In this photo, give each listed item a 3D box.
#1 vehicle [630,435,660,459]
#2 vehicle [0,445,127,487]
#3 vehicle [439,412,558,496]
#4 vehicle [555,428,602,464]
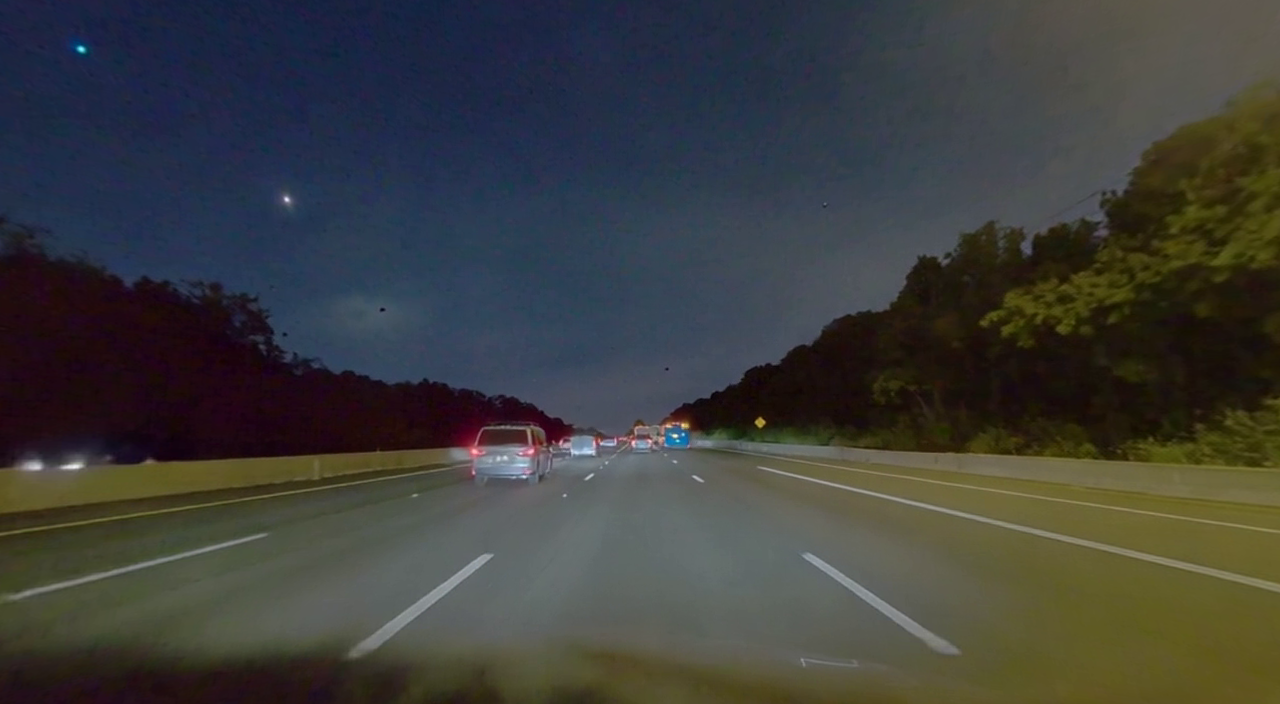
[{"bbox_3d":[0.329,6.659,44.259,2.042,1.632,3.654,0,-8,0],"label":"vehicle"},{"bbox_3d":[-23.122,4.431,24.862,1.806,1.464,4.678,0,-8,0],"label":"vehicle"},{"bbox_3d":[-3.536,2.669,16.704,2.016,1.898,4.458,0,-8,1],"label":"vehicle"},{"bbox_3d":[-3.371,5.267,35.326,2.155,1.843,4.567,0,-8,0],"label":"vehicle"}]
